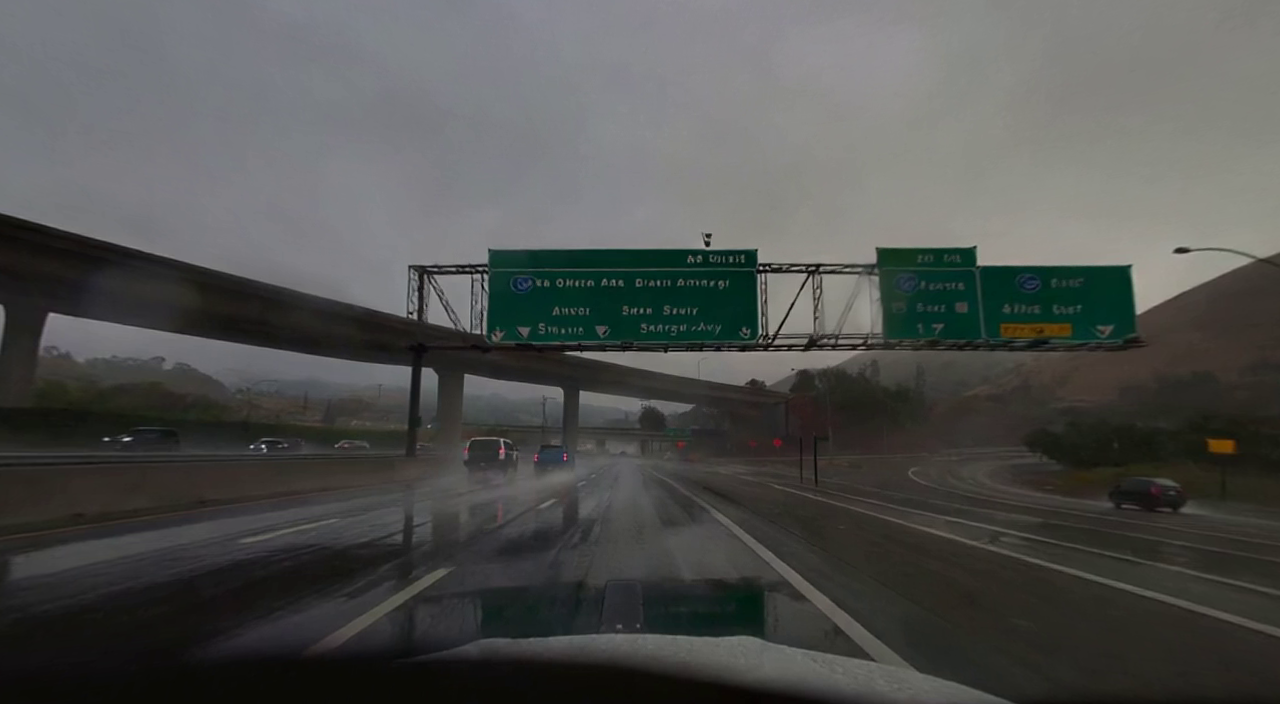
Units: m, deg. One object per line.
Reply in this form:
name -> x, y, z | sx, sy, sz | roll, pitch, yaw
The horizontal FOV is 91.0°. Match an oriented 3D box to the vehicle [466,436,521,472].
vehicle -> -8.515, 5.967, 37.077 | 2.132, 1.984, 4.639 | 0, -8, -1

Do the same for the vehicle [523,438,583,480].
vehicle -> -4.022, 5.046, 30.010 | 2.144, 1.847, 4.850 | 0, -8, 0

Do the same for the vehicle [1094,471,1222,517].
vehicle -> 21.774, 5.957, 26.785 | 2.103, 1.523, 4.653 | -1, -9, 10

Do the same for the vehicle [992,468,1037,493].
vehicle -> 27.529, 9.406, 46.363 | 1.944, 1.528, 4.123 | -3, -9, 19

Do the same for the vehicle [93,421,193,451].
vehicle -> -34.676, 5.953, 44.237 | 2.229, 1.985, 5.898 | 0, -8, 0
